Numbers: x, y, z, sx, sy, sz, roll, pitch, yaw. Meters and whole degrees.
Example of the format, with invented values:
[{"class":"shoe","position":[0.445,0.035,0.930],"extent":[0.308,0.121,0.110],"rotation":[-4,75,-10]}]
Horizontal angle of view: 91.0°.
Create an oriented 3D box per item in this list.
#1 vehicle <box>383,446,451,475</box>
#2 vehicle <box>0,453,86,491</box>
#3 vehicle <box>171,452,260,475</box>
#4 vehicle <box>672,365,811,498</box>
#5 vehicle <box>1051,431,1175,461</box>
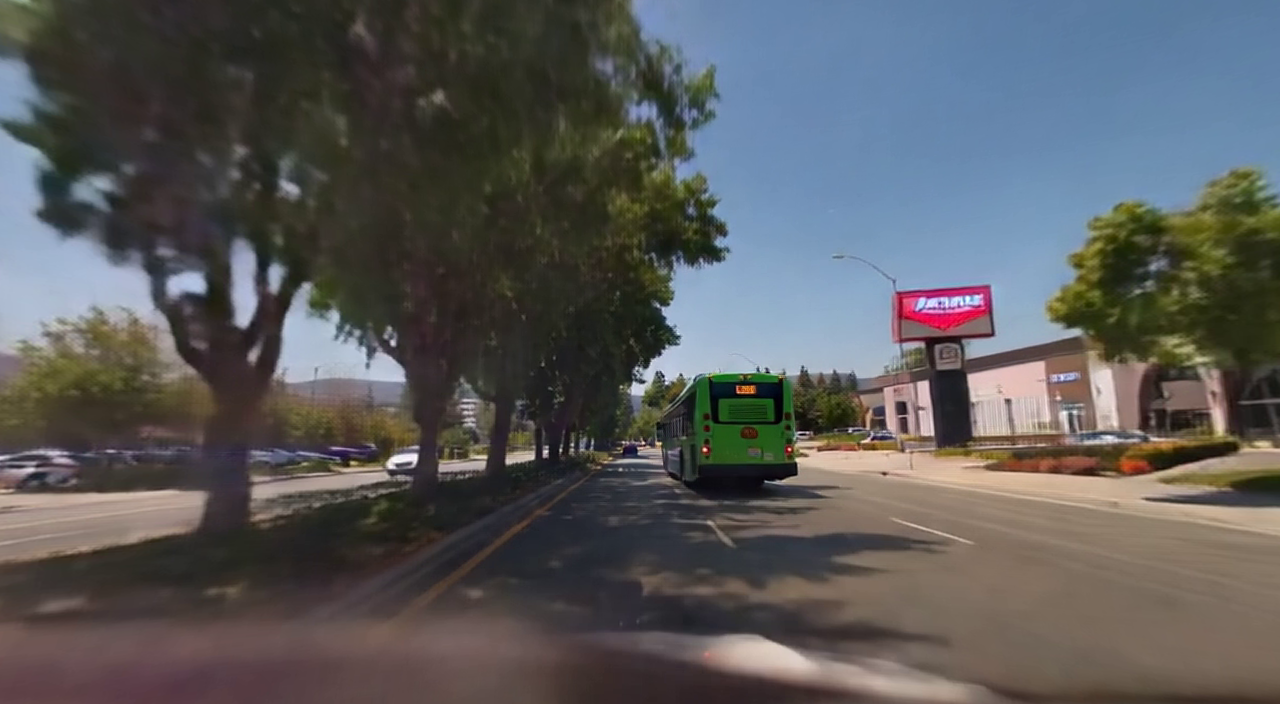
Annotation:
[{"class":"vehicle","position":[-12.406,6.033,35.374],"extent":[2.081,1.492,4.668],"rotation":[0,-8,1]},{"class":"vehicle","position":[-31.894,6.156,32.465],"extent":[2.119,1.714,4.993],"rotation":[-3,-8,0]},{"class":"vehicle","position":[-31.868,8.319,47.359],"extent":[1.983,1.531,5.126],"rotation":[-8,-11,43]},{"class":"vehicle","position":[2.755,2.650,20.395],"extent":[2.766,3.306,9.281],"rotation":[0,-8,-1]},{"class":"vehicle","position":[23.962,4.764,32.019],"extent":[4.659,1.434,1.900],"rotation":[-1,-8,2]}]
